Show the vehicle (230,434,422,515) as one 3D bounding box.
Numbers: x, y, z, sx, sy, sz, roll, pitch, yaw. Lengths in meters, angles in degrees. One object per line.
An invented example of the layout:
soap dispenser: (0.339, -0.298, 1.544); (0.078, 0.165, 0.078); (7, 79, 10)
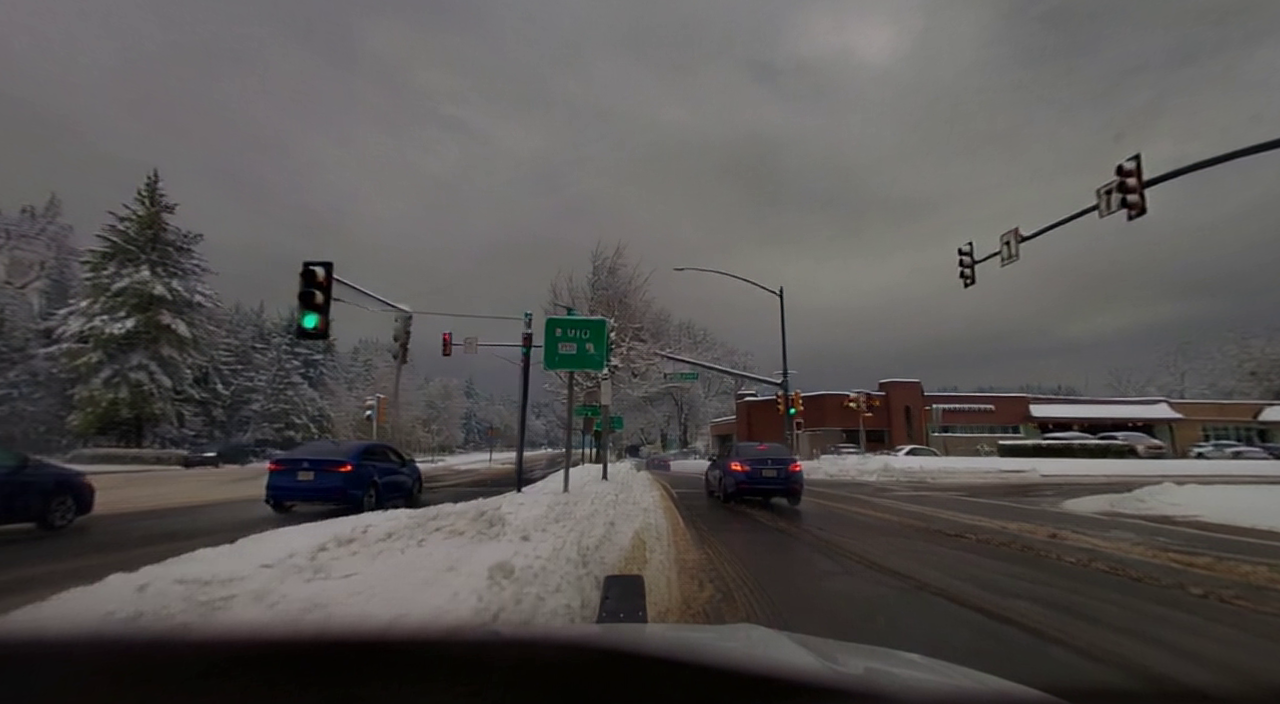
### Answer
vehicle: (-6.555, 2.586, 13.876); (1.995, 1.470, 4.556); (0, -8, -2)

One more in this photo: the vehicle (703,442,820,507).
vehicle: (3.043, 3.174, 16.926); (1.940, 1.487, 4.562); (0, -8, -4)

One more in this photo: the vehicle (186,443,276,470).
vehicle: (-23.344, 5.988, 36.254); (2.119, 1.428, 4.622); (0, -8, -1)

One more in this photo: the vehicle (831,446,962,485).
vehicle: (10.572, 4.648, 26.112); (4.703, 1.492, 1.930); (2, -9, -14)

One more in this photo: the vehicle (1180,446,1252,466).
vehicle: (43.732, 7.871, 47.977); (1.723, 1.431, 3.880); (0, -8, -2)

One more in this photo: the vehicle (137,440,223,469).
vehicle: (-30.065, 6.717, 41.411); (2.134, 1.778, 4.750); (0, -8, -2)

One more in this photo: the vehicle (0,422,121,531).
vehicle: (-9.856, 1.683, 8.410); (1.979, 1.494, 4.693); (0, -8, -2)
